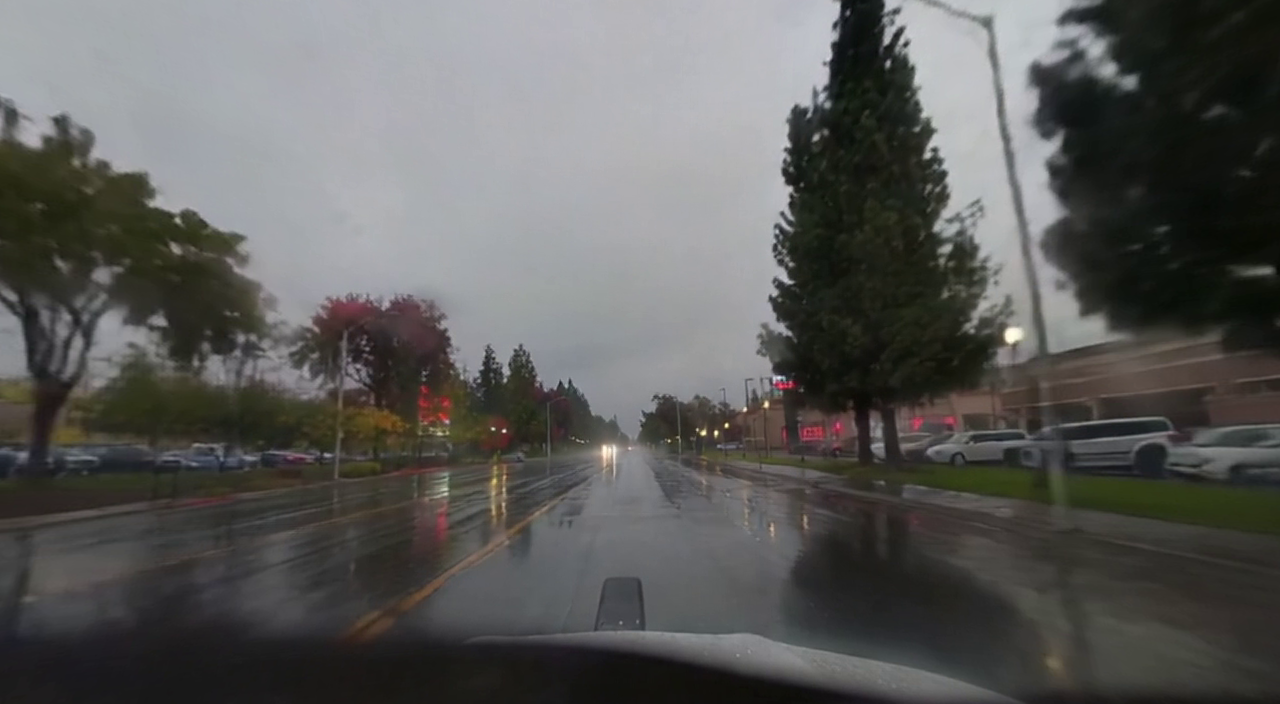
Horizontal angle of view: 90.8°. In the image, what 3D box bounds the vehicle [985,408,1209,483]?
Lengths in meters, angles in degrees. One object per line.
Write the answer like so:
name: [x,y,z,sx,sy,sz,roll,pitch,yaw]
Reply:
vehicle: [15.665,3.236,21.948,5.797,2.052,2.329,-4,-9,0]
